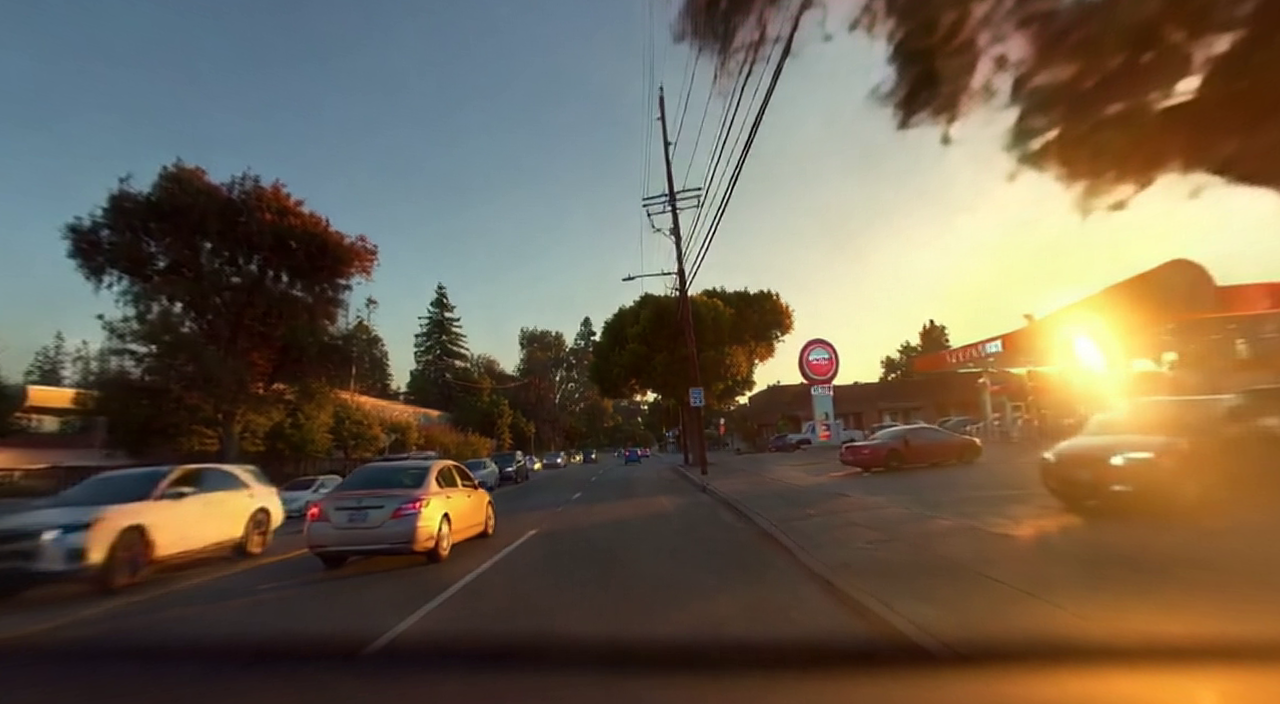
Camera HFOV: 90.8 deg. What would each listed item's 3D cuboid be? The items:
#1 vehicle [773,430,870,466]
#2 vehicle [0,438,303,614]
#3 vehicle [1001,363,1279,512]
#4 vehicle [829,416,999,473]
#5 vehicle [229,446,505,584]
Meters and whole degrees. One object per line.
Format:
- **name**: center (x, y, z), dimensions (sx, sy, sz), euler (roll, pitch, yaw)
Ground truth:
- **vehicle**: center (8.000, 4.217, 27.750), dimensions (4.000, 1.440, 1.746), euler (5, -10, -30)
- **vehicle**: center (-6.959, 2.158, 8.847), dimensions (2.000, 1.791, 4.465), euler (0, -9, 0)
- **vehicle**: center (7.478, 1.235, 9.040), dimensions (4.344, 1.674, 1.912), euler (5, -10, -29)
- **vehicle**: center (8.221, 2.769, 18.913), dimensions (4.713, 1.518, 2.035), euler (4, -10, -27)
- **vehicle**: center (-3.413, 2.097, 9.045), dimensions (1.943, 1.455, 4.414), euler (-1, -9, 1)
